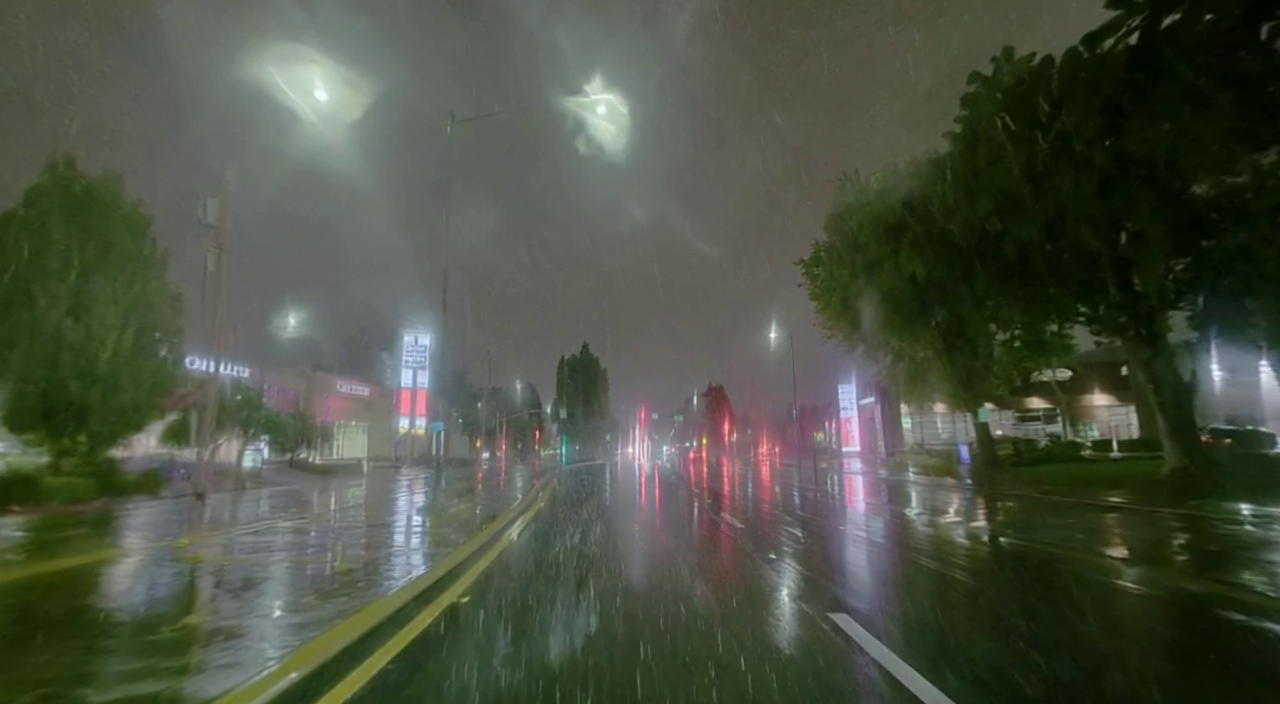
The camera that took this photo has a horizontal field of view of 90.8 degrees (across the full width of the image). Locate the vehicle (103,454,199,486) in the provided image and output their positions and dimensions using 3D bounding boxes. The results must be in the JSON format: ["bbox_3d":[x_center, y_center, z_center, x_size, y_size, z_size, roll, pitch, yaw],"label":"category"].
[{"bbox_3d":[-30.315,7.298,39.391,2.101,1.733,4.689,0,-8,2],"label":"vehicle"}]

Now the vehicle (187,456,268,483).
[{"bbox_3d":[-25.462,7.254,39.191,1.908,1.502,4.584,0,-8,0],"label":"vehicle"}]
